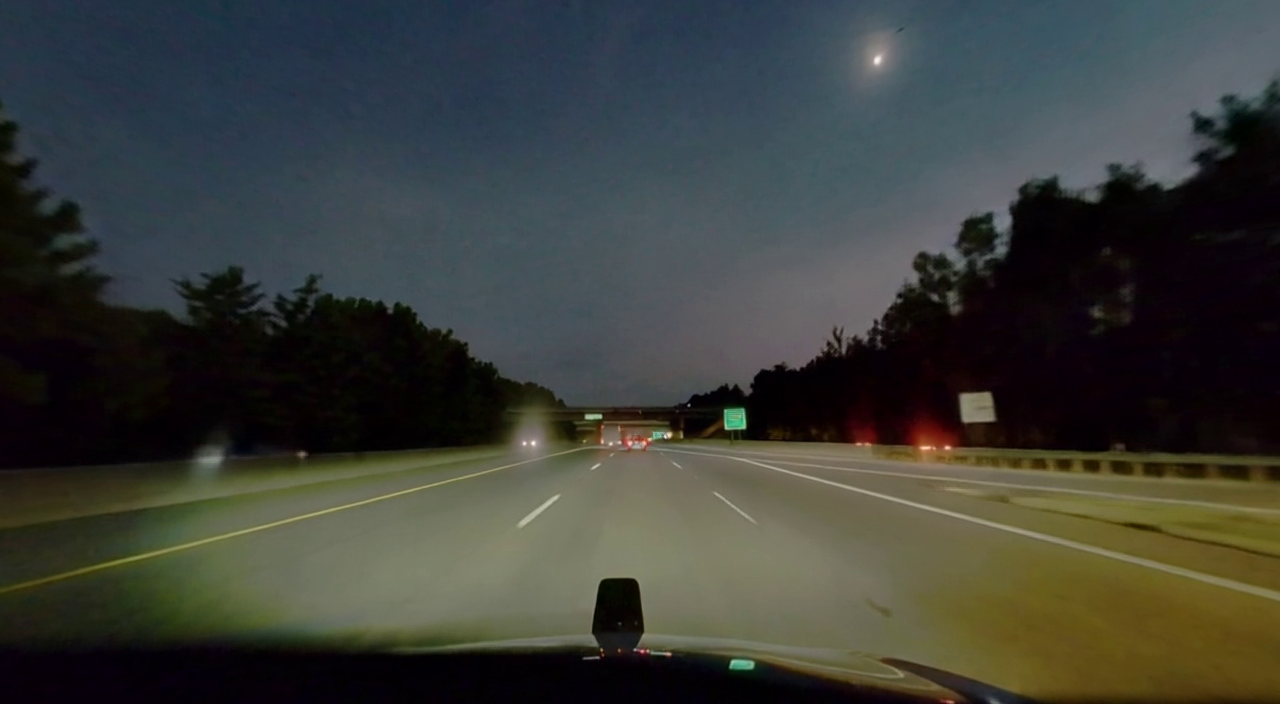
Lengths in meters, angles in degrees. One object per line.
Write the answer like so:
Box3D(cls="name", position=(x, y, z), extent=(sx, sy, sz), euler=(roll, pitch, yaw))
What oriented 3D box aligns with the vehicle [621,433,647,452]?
Box3D(cls="vehicle", position=(-0.547, 7.108, 49.518), extent=(1.952, 1.438, 3.702), euler=(0, -8, -2))
